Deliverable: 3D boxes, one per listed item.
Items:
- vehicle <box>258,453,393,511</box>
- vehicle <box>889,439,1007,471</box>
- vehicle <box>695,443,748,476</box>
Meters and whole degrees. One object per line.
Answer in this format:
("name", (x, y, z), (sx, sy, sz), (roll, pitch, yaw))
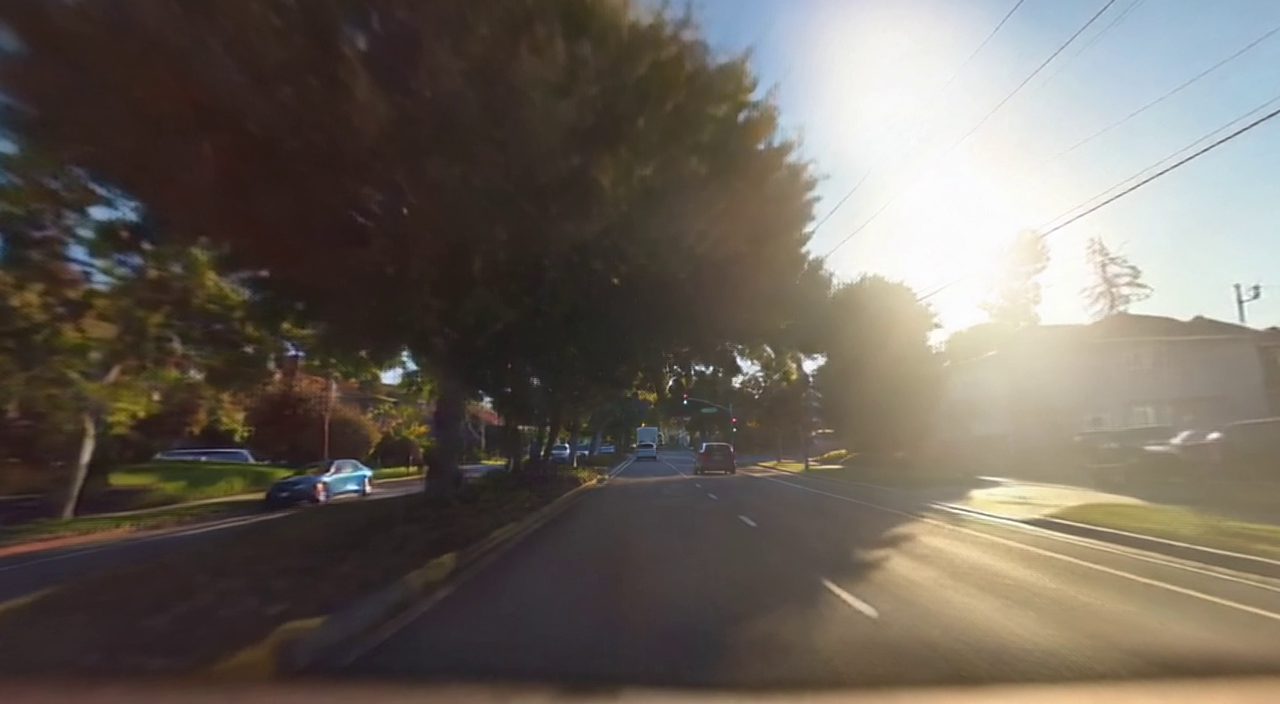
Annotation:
("vehicle", (-10.032, 4.132, 20.611), (2.032, 1.452, 4.656), (-2, -7, 0))
("vehicle", (15.011, 5.030, 30.824), (4.838, 1.474, 1.873), (1, -8, -6))
("vehicle", (3.855, 5.186, 30.688), (1.951, 1.479, 4.487), (0, -8, -1))
